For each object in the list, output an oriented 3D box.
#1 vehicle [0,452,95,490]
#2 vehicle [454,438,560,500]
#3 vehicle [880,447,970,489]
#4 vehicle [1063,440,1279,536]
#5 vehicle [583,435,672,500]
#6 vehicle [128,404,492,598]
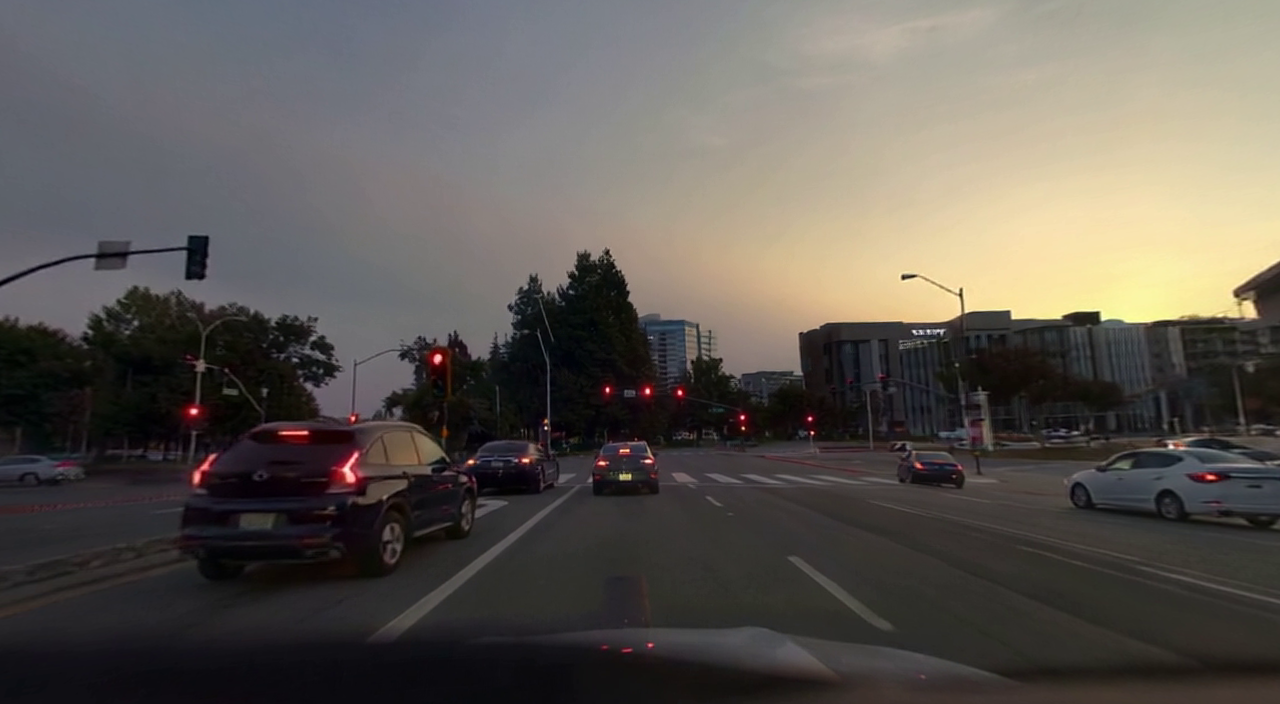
[{"bbox_3d":[-26.479,5.026,26.738,4.687,1.482,1.914,5,-10,-30],"label":"vehicle"},{"bbox_3d":[-3.487,3.137,17.418,1.939,1.474,4.327,0,-8,1],"label":"vehicle"},{"bbox_3d":[11.493,4.685,25.787,1.935,1.435,4.141,3,-8,3],"label":"vehicle"},{"bbox_3d":[10.467,2.417,11.923,1.936,1.474,4.331,0,-8,1],"label":"vehicle"},{"bbox_3d":[-0.321,2.977,16.639,2.059,1.477,3.988,0,-8,-1],"label":"vehicle"},{"bbox_3d":[-3.442,1.647,7.901,2.057,1.678,4.639,0,-8,0],"label":"vehicle"}]
